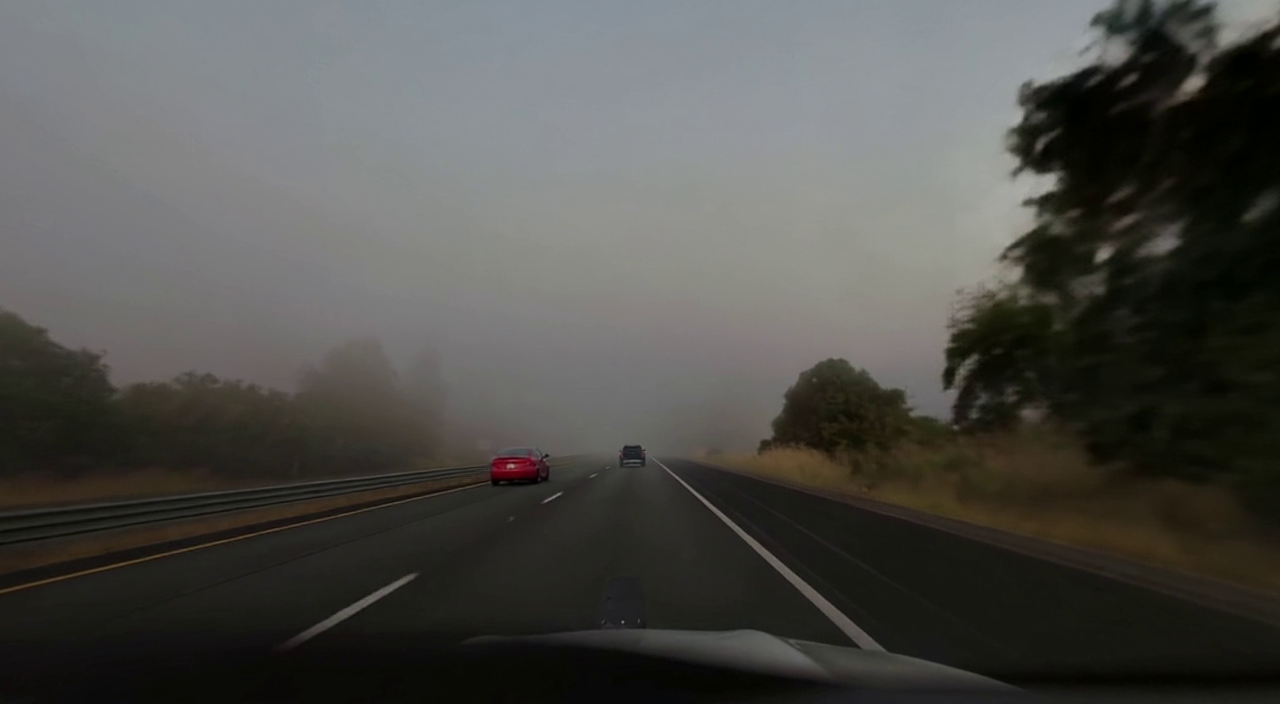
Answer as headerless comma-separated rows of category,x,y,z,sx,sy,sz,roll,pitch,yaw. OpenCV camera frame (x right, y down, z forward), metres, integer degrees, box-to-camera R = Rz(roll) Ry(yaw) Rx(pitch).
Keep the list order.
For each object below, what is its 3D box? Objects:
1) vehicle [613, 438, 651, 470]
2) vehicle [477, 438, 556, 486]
vehicle,-0.453,6.053,37.561,2.126,1.786,3.958,0,-9,-1
vehicle,-4.546,4.118,23.868,2.113,1.656,4.215,0,-9,1
